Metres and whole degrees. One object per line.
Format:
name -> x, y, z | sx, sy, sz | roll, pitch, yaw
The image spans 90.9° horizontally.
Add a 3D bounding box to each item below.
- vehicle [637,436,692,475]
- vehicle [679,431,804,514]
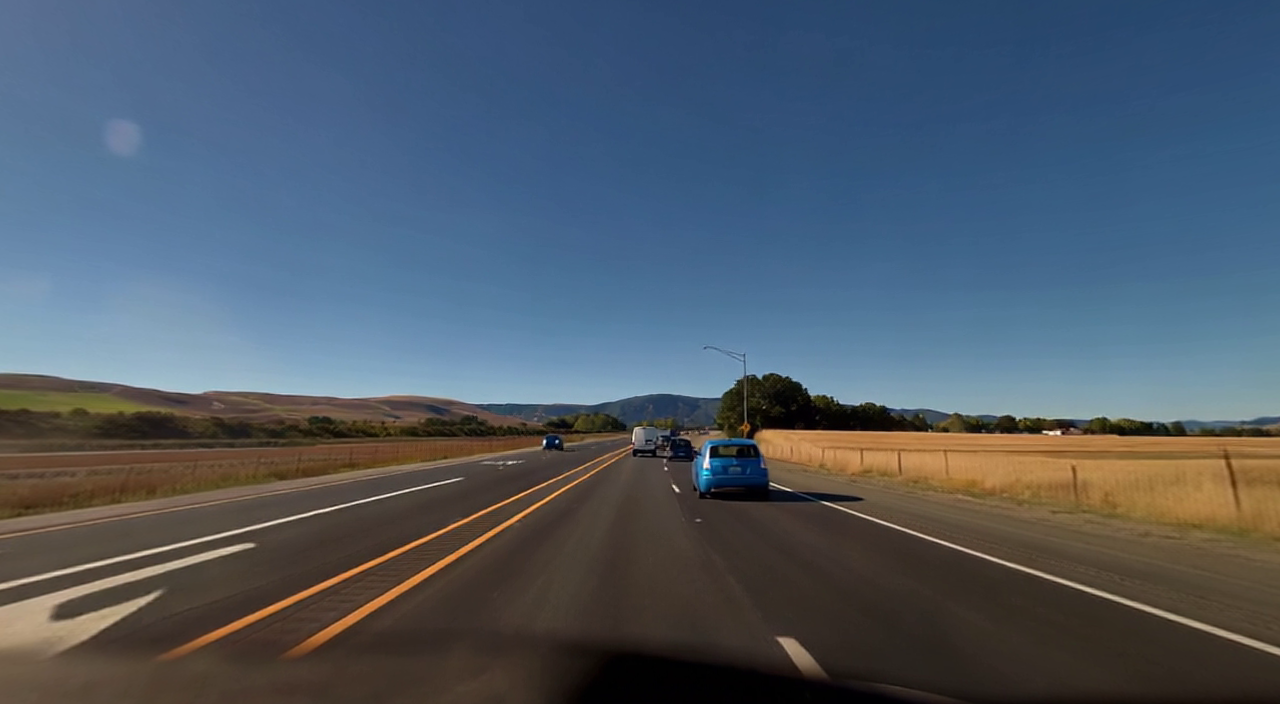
vehicle -> 0.972, 4.469, 27.458 | 2.026, 1.531, 4.273 | 0, -8, -2
vehicle -> 2.035, 2.562, 13.898 | 2.007, 1.534, 3.976 | 0, -8, -1
